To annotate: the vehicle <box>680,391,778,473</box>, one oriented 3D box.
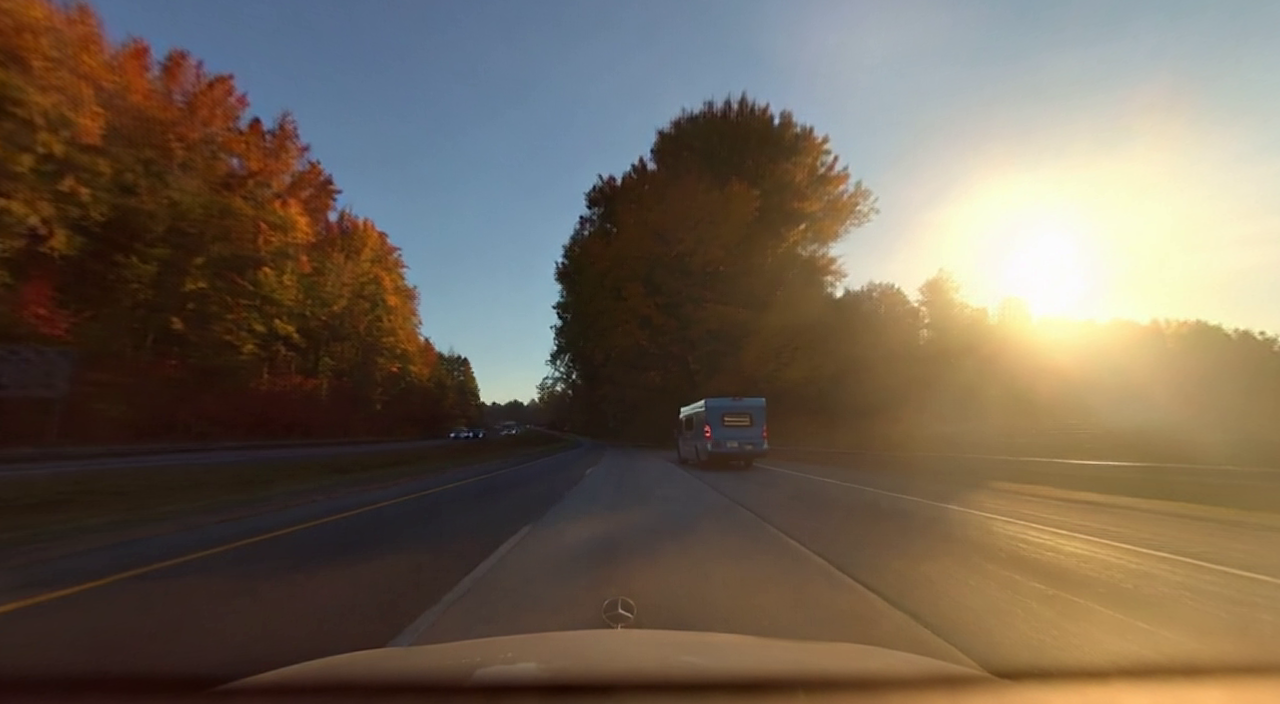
[{"bbox_3d":[3.353,3.277,25.714,2.815,2.876,7.101,0,-8,-1],"label":"vehicle"}]
